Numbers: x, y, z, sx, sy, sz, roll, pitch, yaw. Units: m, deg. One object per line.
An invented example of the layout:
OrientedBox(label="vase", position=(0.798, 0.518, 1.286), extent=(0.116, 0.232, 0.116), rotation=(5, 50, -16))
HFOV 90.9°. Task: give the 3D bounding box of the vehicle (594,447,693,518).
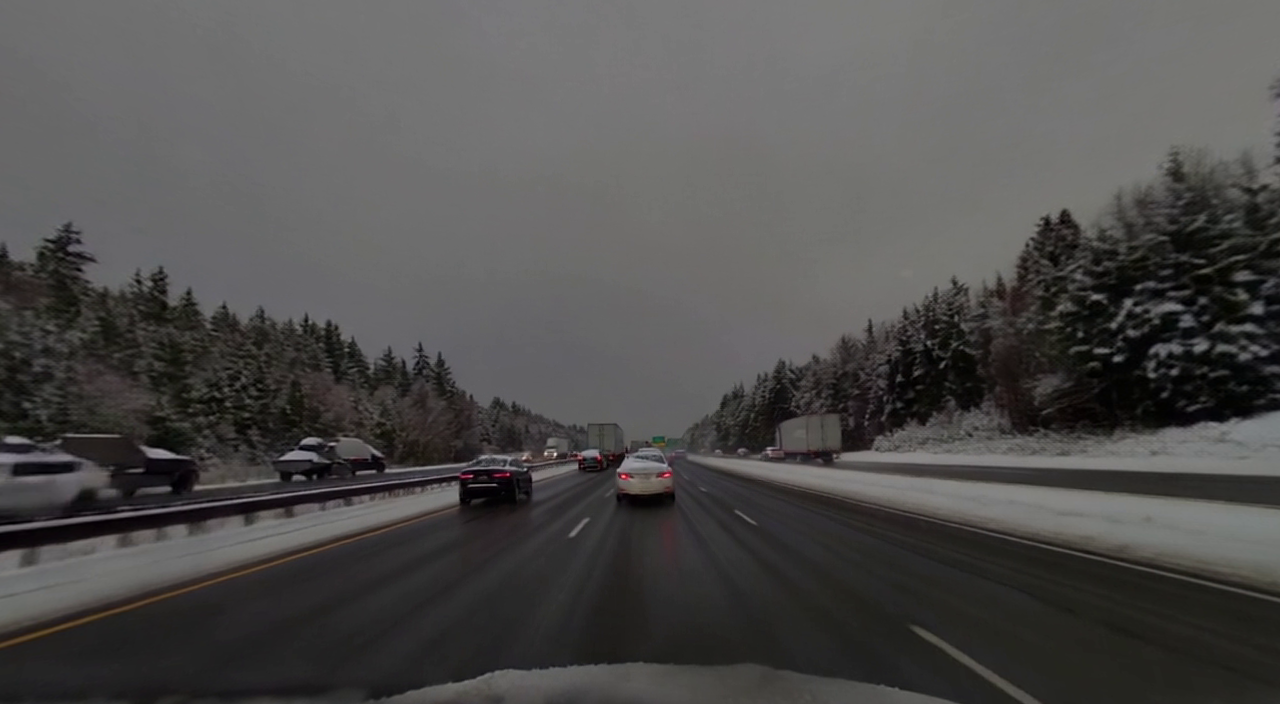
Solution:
OrientedBox(label="vehicle", position=(0.093, 3.023, 15.089), extent=(2.057, 1.449, 3.931), rotation=(0, -9, 1))

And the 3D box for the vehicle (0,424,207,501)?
OrientedBox(label="vehicle", position=(-32.030, 6.350, 36.789), extent=(2.803, 3.665, 14.746), rotation=(0, -9, 1))

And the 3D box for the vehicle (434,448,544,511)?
OrientedBox(label="vehicle", position=(-4.026, 3.466, 17.635), extent=(1.929, 1.509, 4.331), rotation=(0, -9, 1))

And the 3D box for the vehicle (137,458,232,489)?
OrientedBox(label="vehicle", position=(-27.622, 7.351, 38.429), extent=(1.962, 1.694, 4.917), rotation=(0, -9, 2))
